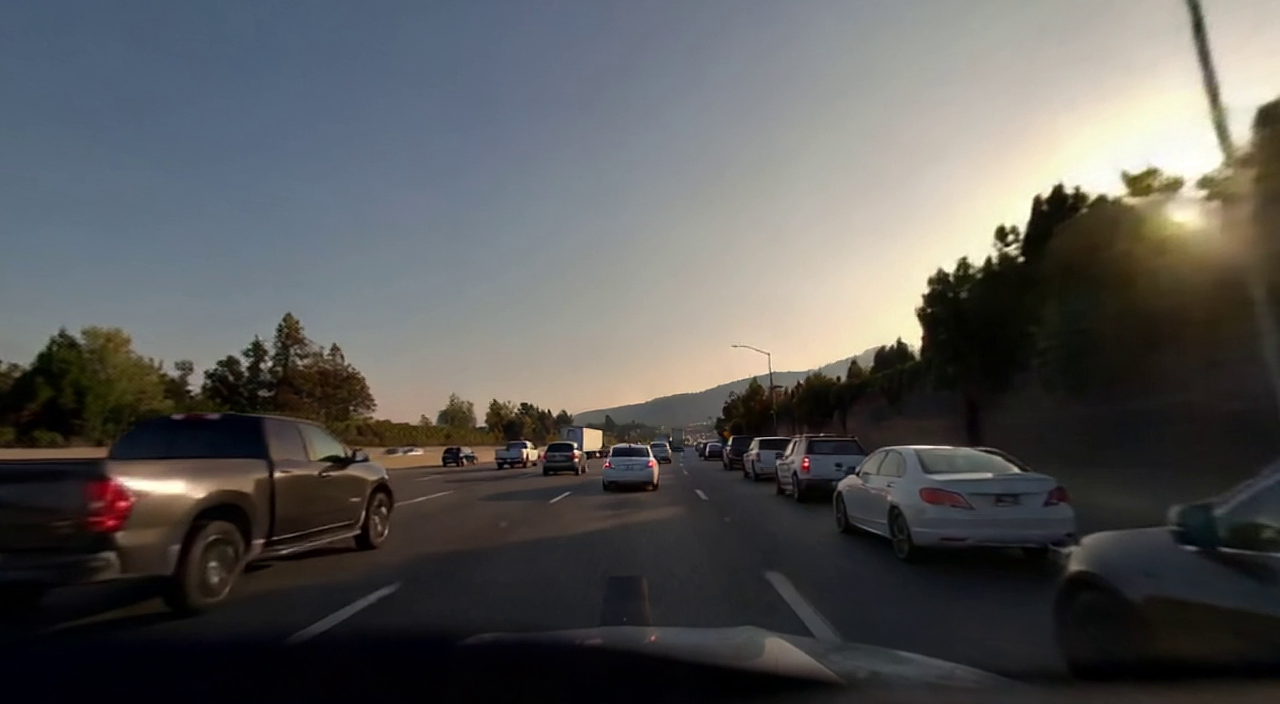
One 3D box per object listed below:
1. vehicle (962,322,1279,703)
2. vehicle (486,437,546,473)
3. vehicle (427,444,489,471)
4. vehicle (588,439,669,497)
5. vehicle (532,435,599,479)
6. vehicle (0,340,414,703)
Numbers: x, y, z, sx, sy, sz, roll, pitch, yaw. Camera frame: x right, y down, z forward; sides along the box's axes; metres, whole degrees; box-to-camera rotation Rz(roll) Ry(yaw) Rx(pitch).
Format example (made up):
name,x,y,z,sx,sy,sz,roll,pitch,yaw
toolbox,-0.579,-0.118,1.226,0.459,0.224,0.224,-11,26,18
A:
name,x,y,z,sx,sy,sz,roll,pitch,yaw
vehicle,2.743,0.633,1.020,1.964,1.631,4.837,0,-8,1
vehicle,-6.394,5.349,32.936,2.023,1.693,4.386,-1,-8,3
vehicle,-10.504,6.110,36.817,1.903,1.460,4.958,-1,-8,4
vehicle,-0.237,3.250,18.136,2.070,1.456,4.029,0,-8,2
vehicle,-3.079,4.467,27.111,2.153,1.726,4.546,-1,-8,3
vehicle,-4.080,1.213,5.437,2.110,1.811,5.585,0,-8,1
